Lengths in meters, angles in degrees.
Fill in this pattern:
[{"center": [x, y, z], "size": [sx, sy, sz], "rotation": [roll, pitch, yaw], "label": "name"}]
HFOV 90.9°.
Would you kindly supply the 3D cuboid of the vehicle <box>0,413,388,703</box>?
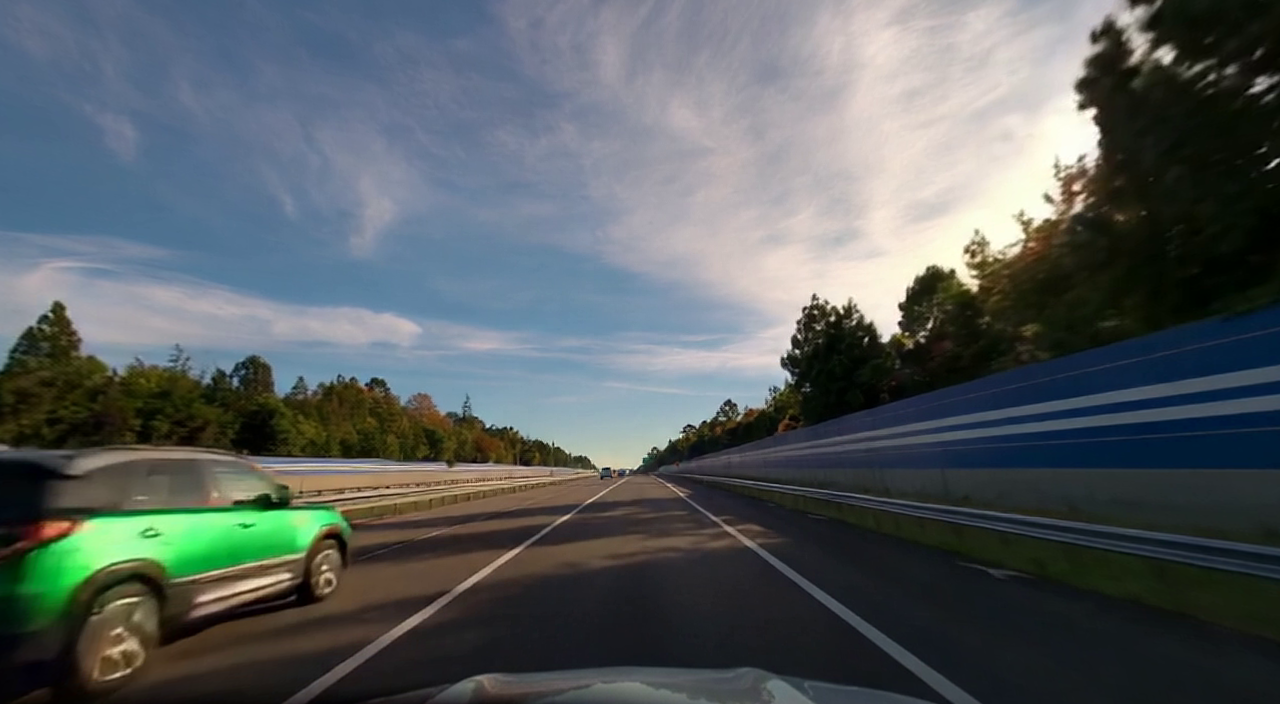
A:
[{"center": [-3.681, 1.375, 4.674], "size": [1.985, 1.515, 3.839], "rotation": [1, -11, 0], "label": "vehicle"}]
